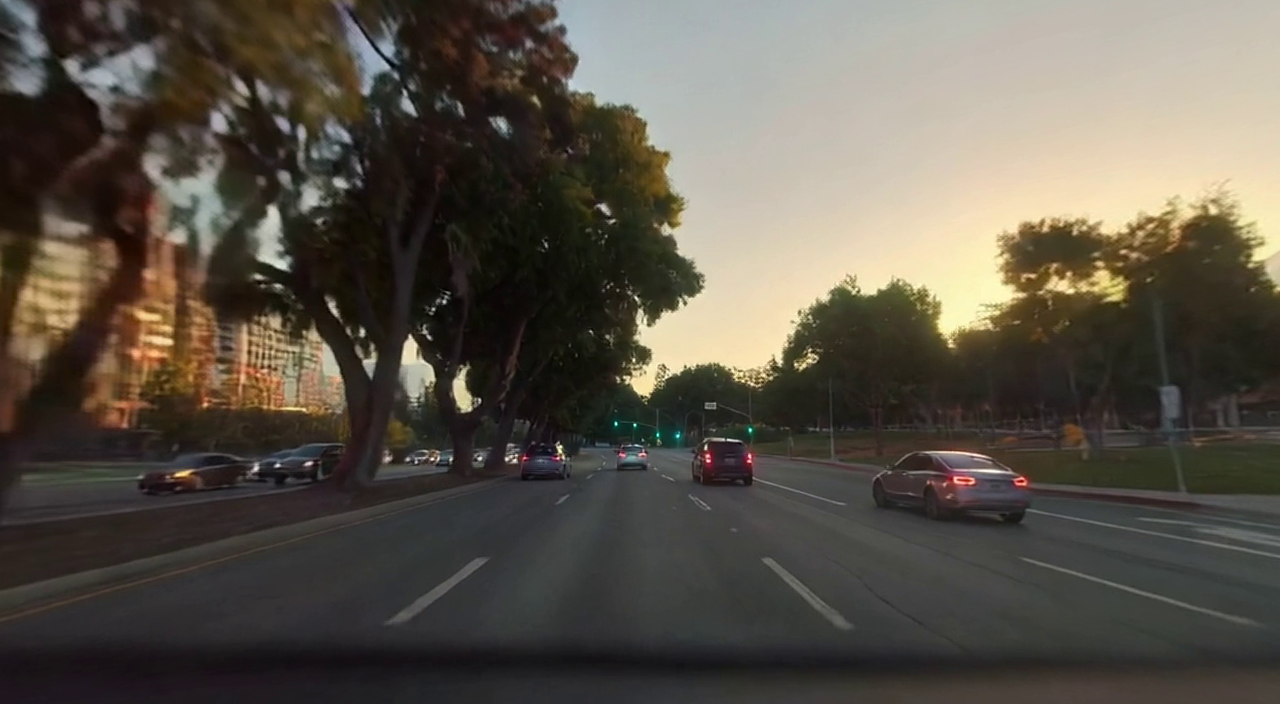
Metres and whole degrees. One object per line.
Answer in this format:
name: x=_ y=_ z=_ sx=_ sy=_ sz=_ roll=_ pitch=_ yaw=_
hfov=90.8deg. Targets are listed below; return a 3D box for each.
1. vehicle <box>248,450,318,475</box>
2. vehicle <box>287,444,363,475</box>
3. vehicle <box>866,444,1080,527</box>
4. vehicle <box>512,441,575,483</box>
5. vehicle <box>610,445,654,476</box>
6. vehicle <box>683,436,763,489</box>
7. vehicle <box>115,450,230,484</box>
vehicle: x=-22.830 y=7.039 z=40.610 sx=1.919 sy=1.462 sz=4.580 roll=0 pitch=-8 yaw=-1
vehicle: x=-19.023 y=6.502 z=38.431 sx=2.241 sy=1.732 sz=4.747 roll=0 pitch=-8 yaw=-1
vehicle: x=6.495 y=2.609 z=13.025 sx=1.945 sy=1.408 sz=4.288 roll=0 pitch=-8 yaw=-2
vehicle: x=-4.197 y=4.826 z=28.049 sx=2.172 sy=1.671 sz=4.175 roll=0 pitch=-8 yaw=-1
vehicle: x=-0.468 y=5.596 z=32.882 sx=2.155 sy=1.486 sz=4.403 roll=0 pitch=-8 yaw=-2
vehicle: x=2.899 y=3.973 z=23.078 sx=2.161 sy=1.716 sz=4.194 roll=0 pitch=-8 yaw=-3
vehicle: x=-22.599 y=5.559 z=30.840 sx=2.019 sy=1.467 sz=4.808 roll=0 pitch=-8 yaw=-1
